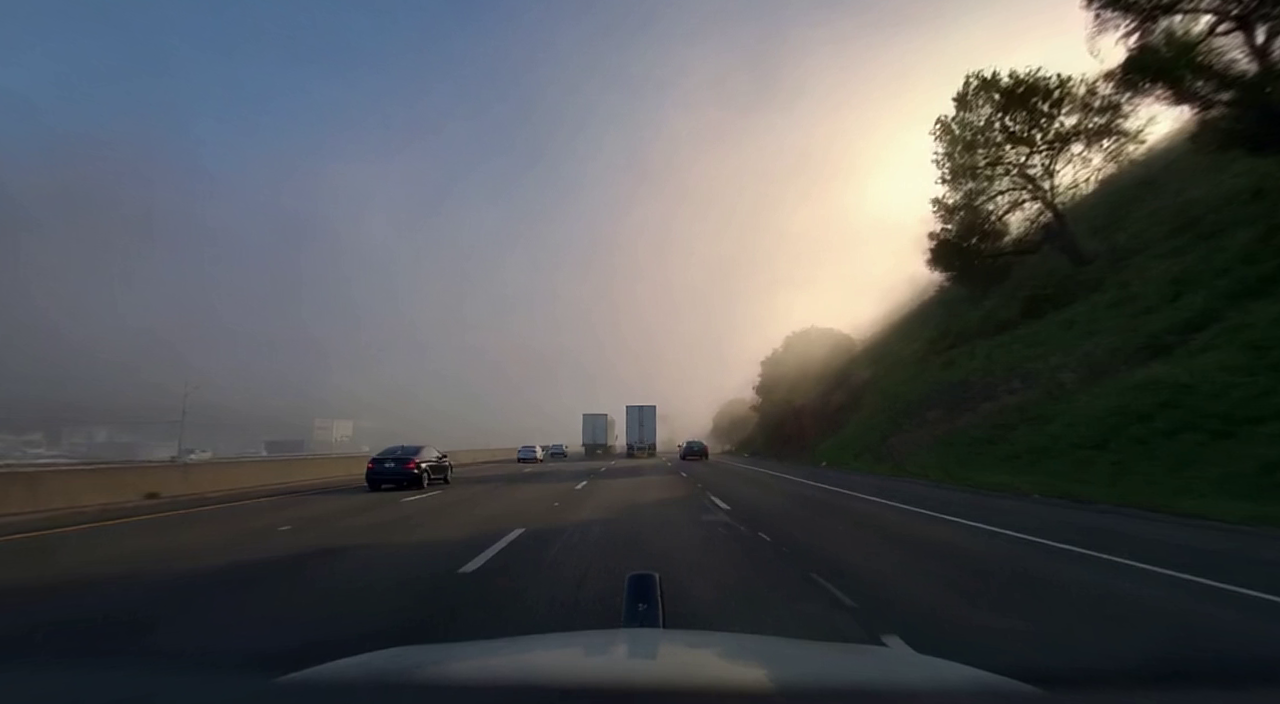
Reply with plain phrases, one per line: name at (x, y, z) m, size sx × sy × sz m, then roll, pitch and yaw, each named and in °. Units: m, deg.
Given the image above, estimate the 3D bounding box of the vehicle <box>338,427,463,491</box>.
vehicle at (-7.287, 3.292, 19.766) m, size 2.122 × 1.754 × 4.379 m, roll 0°, pitch -9°, yaw 1°

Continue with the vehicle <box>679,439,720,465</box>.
vehicle at (3.593, 6.120, 38.799) m, size 2.006 × 1.452 × 4.246 m, roll 0°, pitch -8°, yaw -1°

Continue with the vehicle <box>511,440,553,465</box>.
vehicle at (-6.826, 6.421, 40.409) m, size 1.891 × 1.460 × 4.506 m, roll 0°, pitch -8°, yaw 0°
